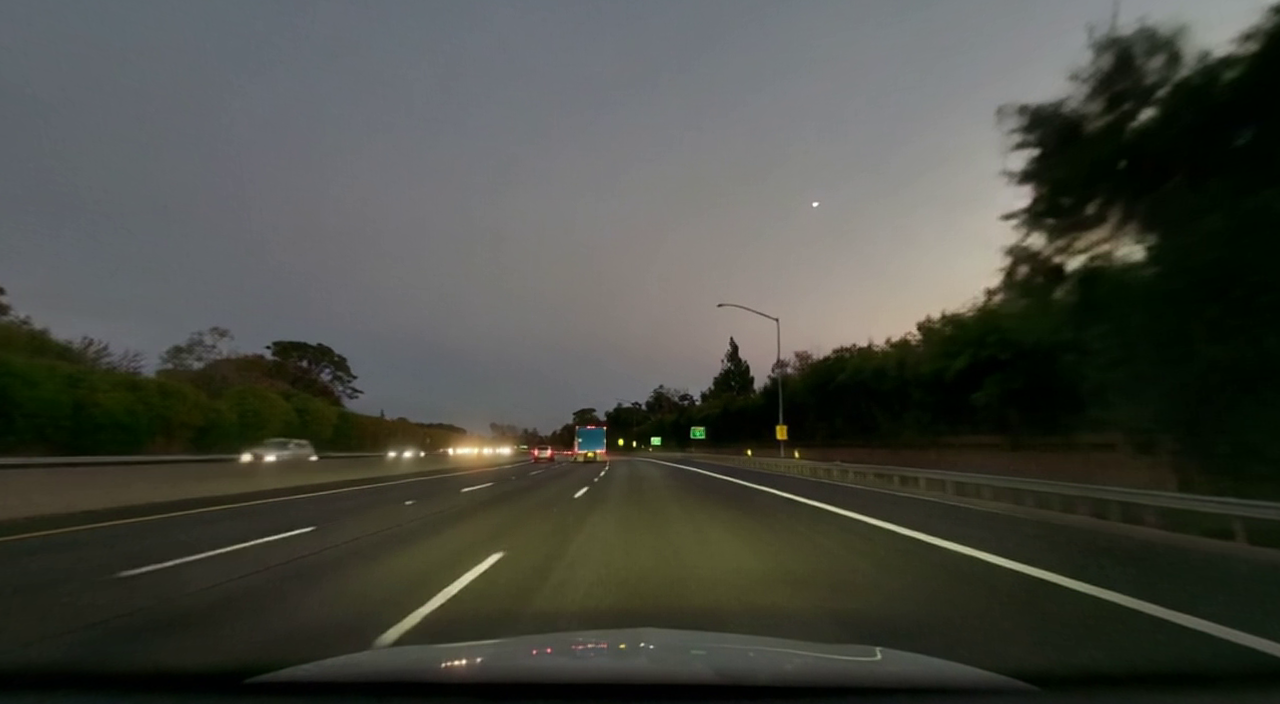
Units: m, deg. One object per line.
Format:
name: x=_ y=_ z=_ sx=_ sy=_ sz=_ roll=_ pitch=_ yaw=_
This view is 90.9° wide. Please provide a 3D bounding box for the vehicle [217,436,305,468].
vehicle: x=-21.387 y=5.663 z=35.860 sx=2.018 sy=1.689 sz=4.895 roll=0 pitch=-8 yaw=-2
